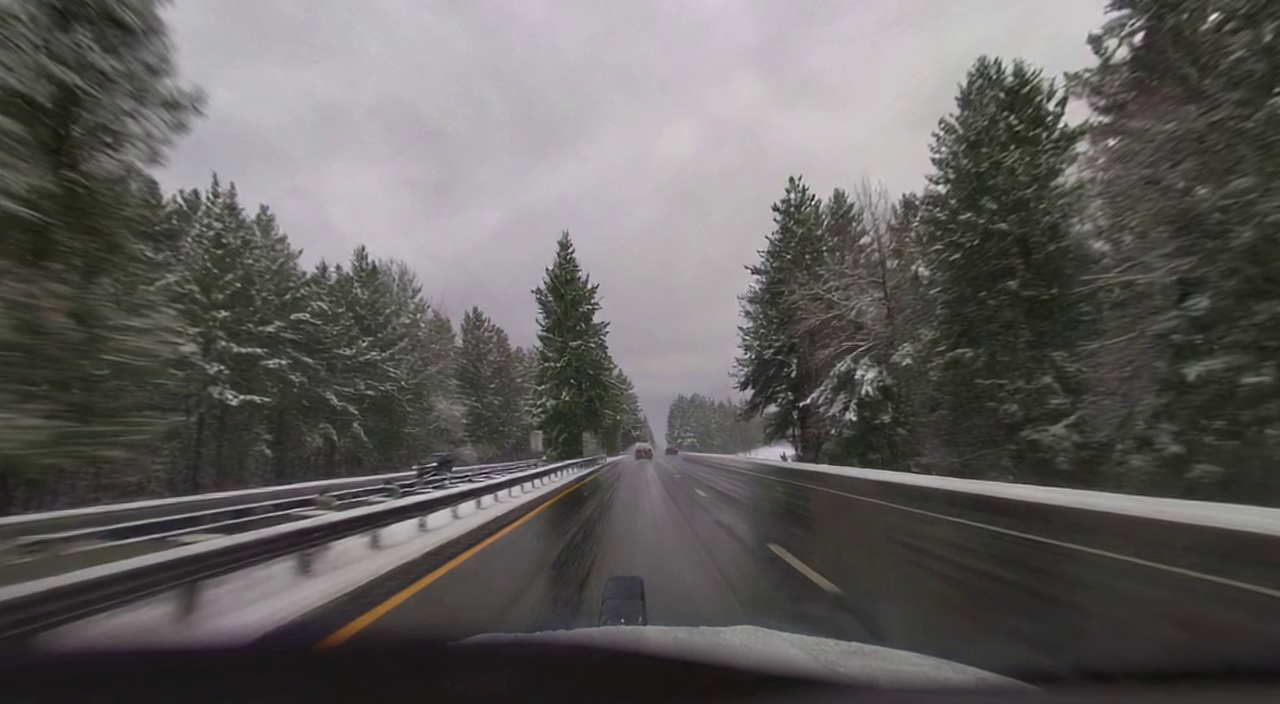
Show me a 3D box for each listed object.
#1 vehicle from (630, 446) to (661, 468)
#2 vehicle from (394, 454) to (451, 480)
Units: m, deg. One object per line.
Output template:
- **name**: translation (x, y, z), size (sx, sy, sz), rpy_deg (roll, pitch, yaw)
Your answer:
- **vehicle**: translation (0.398, 7.628, 45.753), size (2.162, 1.492, 3.975), rpy_deg (0, -9, 0)
- **vehicle**: translation (-12.724, 6.753, 37.099), size (1.954, 1.399, 3.750), rpy_deg (0, -9, 0)
